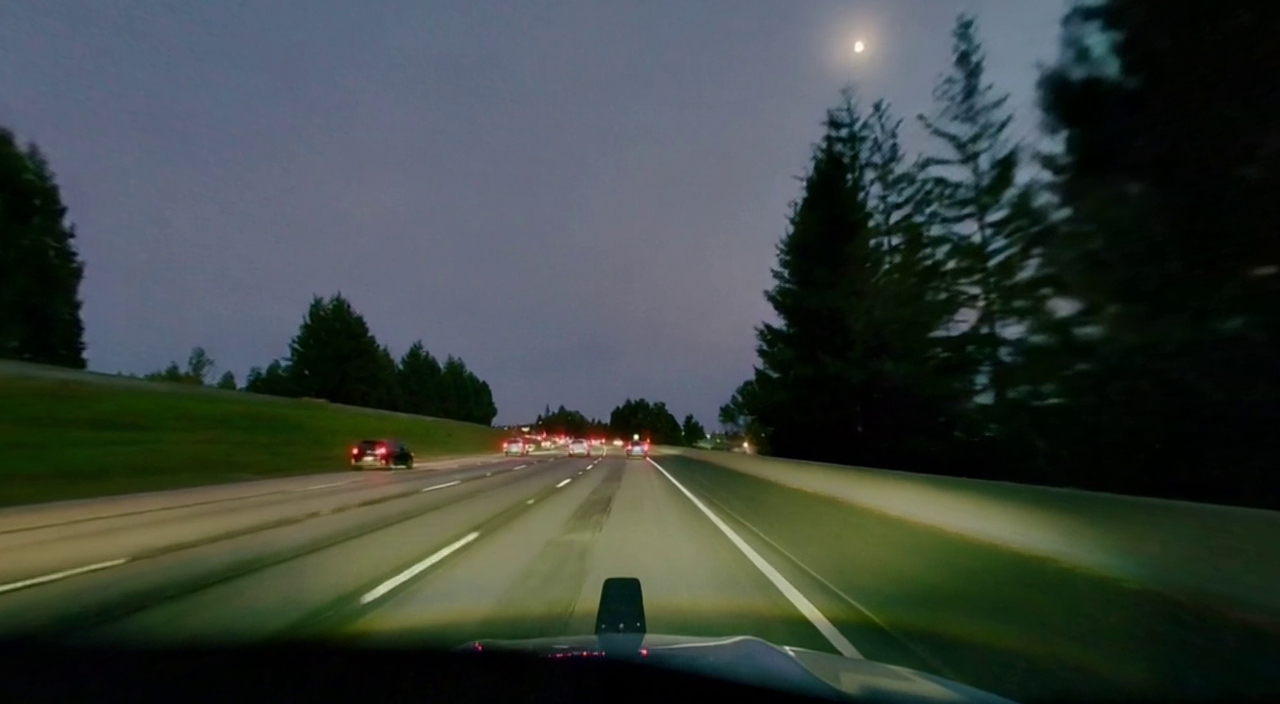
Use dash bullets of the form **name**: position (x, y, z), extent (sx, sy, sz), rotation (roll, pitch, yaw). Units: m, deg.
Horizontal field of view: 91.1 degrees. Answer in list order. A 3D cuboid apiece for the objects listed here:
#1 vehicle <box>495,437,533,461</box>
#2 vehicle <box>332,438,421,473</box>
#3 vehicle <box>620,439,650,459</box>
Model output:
- **vehicle**: position (-9.249, 7.153, 46.548), extent (2.015, 1.651, 4.432), rotation (0, -8, -1)
- **vehicle**: position (-11.960, 4.712, 28.932), extent (2.056, 1.489, 4.852), rotation (0, -8, -1)
- **vehicle**: position (-0.425, 7.261, 47.137), extent (2.060, 1.465, 3.974), rotation (0, -8, -3)
